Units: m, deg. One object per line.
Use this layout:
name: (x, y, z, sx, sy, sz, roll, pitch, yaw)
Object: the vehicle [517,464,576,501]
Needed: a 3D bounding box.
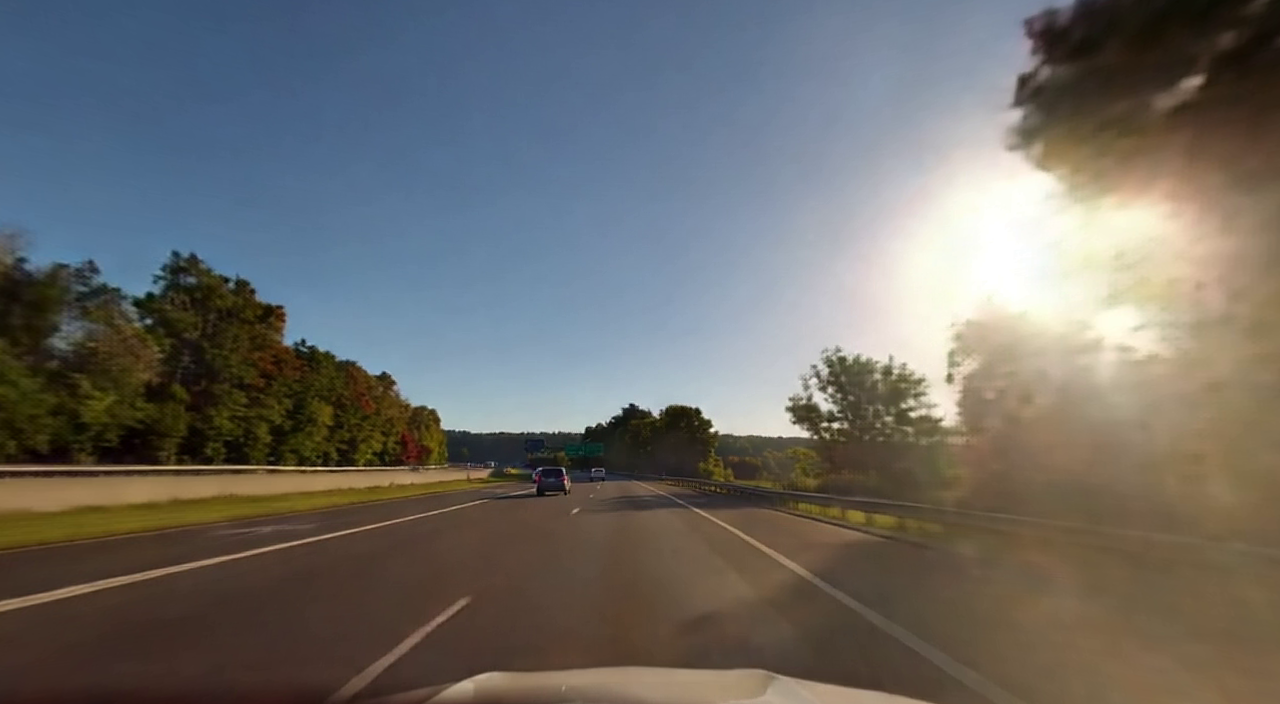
vehicle: (-4.253, 6.055, 29.394, 2.115, 1.546, 4.638, 1, -11, -1)
